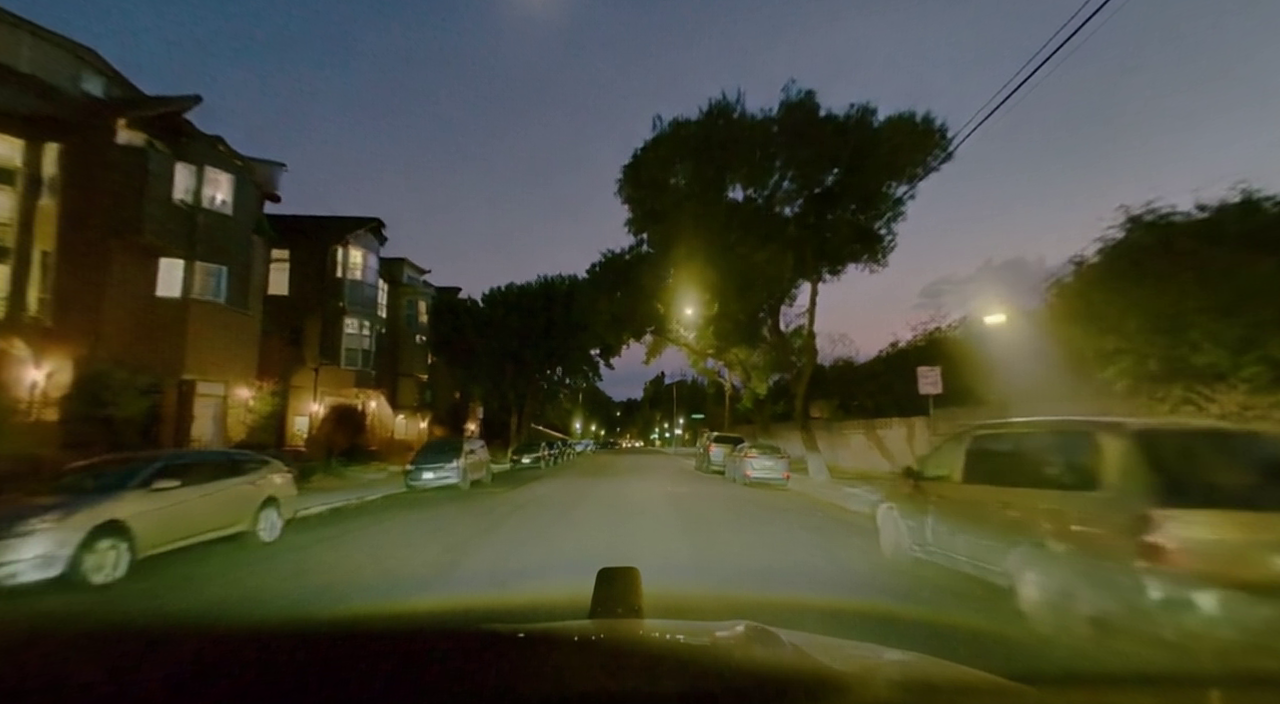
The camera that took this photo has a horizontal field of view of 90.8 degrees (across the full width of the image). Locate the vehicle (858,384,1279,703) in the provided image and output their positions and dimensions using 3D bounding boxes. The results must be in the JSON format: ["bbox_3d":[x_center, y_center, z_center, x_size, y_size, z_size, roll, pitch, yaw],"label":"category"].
[{"bbox_3d":[3.517,1.287,5.098,1.950,1.647,4.425,0,-8,0],"label":"vehicle"}]

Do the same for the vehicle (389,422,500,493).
[{"bbox_3d":[-5.922,3.287,19.749,2.106,1.760,4.573,-4,-9,-2],"label":"vehicle"}]

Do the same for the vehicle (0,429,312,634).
[{"bbox_3d":[-5.811,1.729,7.123,1.901,1.475,4.425,-5,-6,0],"label":"vehicle"}]

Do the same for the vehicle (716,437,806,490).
[{"bbox_3d":[3.723,3.514,20.267,1.968,1.505,4.368,0,-8,0],"label":"vehicle"}]

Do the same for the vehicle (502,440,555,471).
[{"bbox_3d":[-5.771,5.395,33.241,1.998,1.485,4.476,0,-8,0],"label":"vehicle"}]
